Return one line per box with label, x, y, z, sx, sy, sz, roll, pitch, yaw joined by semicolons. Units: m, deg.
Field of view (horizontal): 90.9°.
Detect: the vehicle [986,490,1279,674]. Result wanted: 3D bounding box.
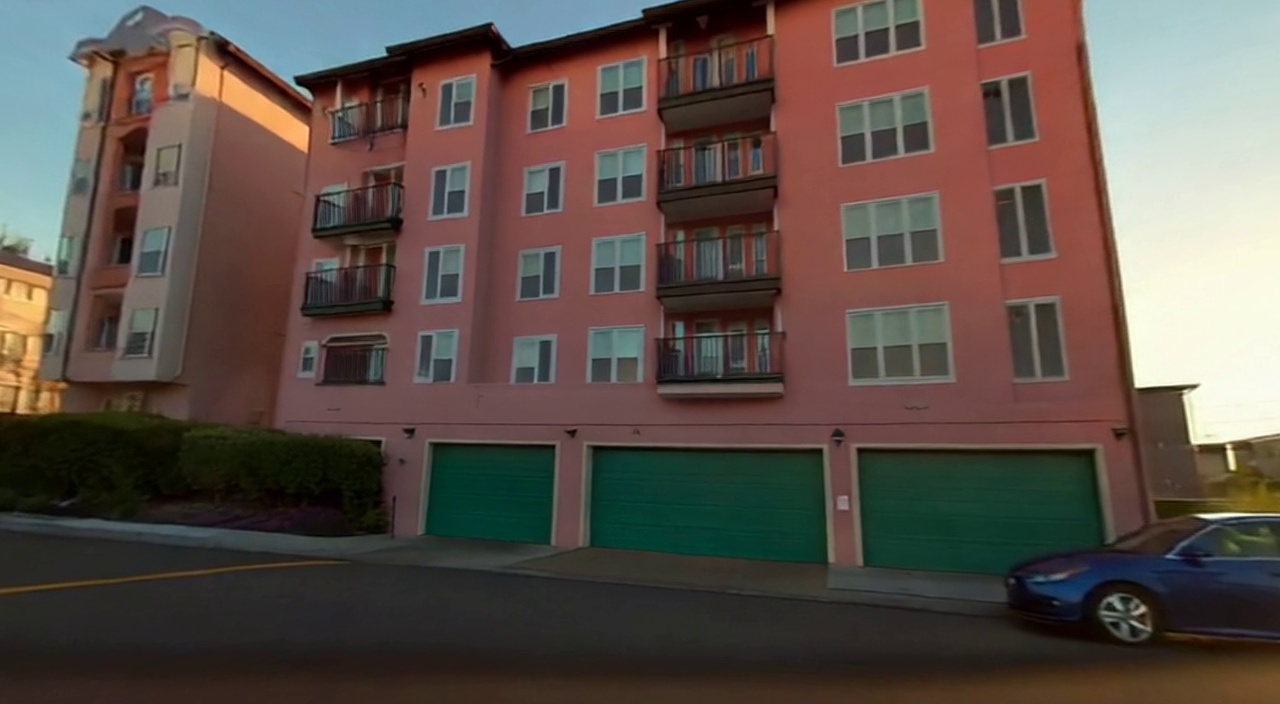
vehicle;6.350;2.245;6.368;4.697;1.444;1.825;-3;-10;20
